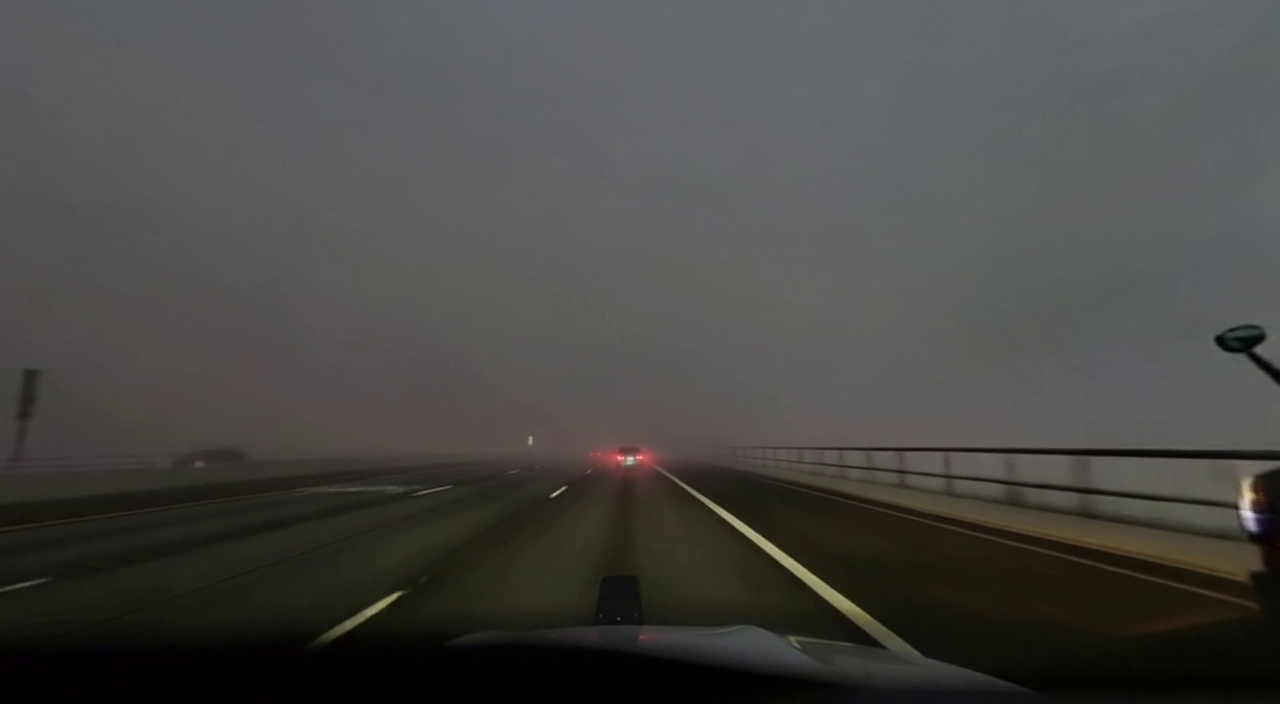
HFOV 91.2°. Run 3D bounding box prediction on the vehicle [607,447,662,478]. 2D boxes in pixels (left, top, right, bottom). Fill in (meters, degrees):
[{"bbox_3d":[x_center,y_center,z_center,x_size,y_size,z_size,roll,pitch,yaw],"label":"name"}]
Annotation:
[{"bbox_3d":[-0.347,5.307,30.568,2.398,1.336,5.698,0,-9,-2],"label":"vehicle"}]
